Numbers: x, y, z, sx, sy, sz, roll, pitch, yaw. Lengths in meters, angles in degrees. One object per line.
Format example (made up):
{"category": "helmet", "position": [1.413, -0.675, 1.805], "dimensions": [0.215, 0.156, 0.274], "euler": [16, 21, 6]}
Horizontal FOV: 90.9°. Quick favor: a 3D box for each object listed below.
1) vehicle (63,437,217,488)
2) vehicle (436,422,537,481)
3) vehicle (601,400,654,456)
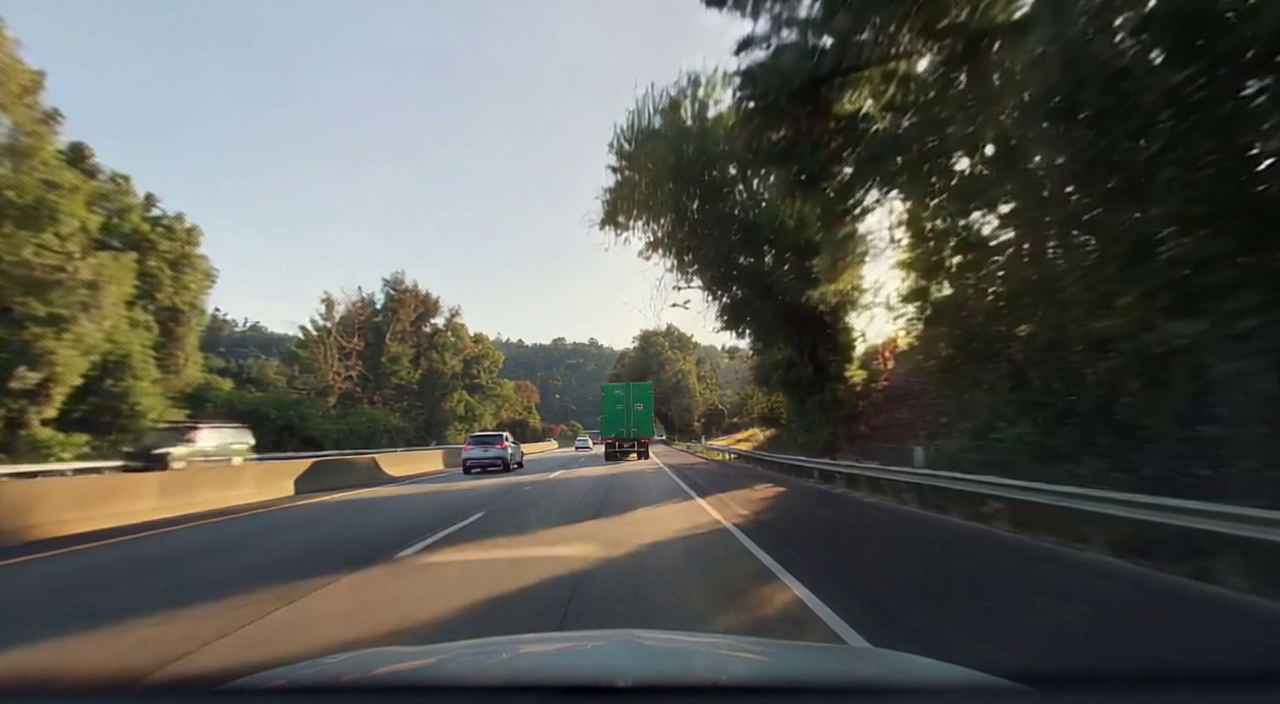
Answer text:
{"category": "vehicle", "position": [-18.022, 3.959, 23.058], "dimensions": [2.024, 1.664, 4.381], "euler": [0, -8, 0]}
{"category": "vehicle", "position": [-4.853, 3.218, 20.636], "dimensions": [2.138, 1.697, 4.587], "euler": [0, -8, 0]}
{"category": "vehicle", "position": [-0.584, 3.480, 28.630], "dimensions": [2.319, 2.461, 1.270], "euler": [1, -8, -3]}
